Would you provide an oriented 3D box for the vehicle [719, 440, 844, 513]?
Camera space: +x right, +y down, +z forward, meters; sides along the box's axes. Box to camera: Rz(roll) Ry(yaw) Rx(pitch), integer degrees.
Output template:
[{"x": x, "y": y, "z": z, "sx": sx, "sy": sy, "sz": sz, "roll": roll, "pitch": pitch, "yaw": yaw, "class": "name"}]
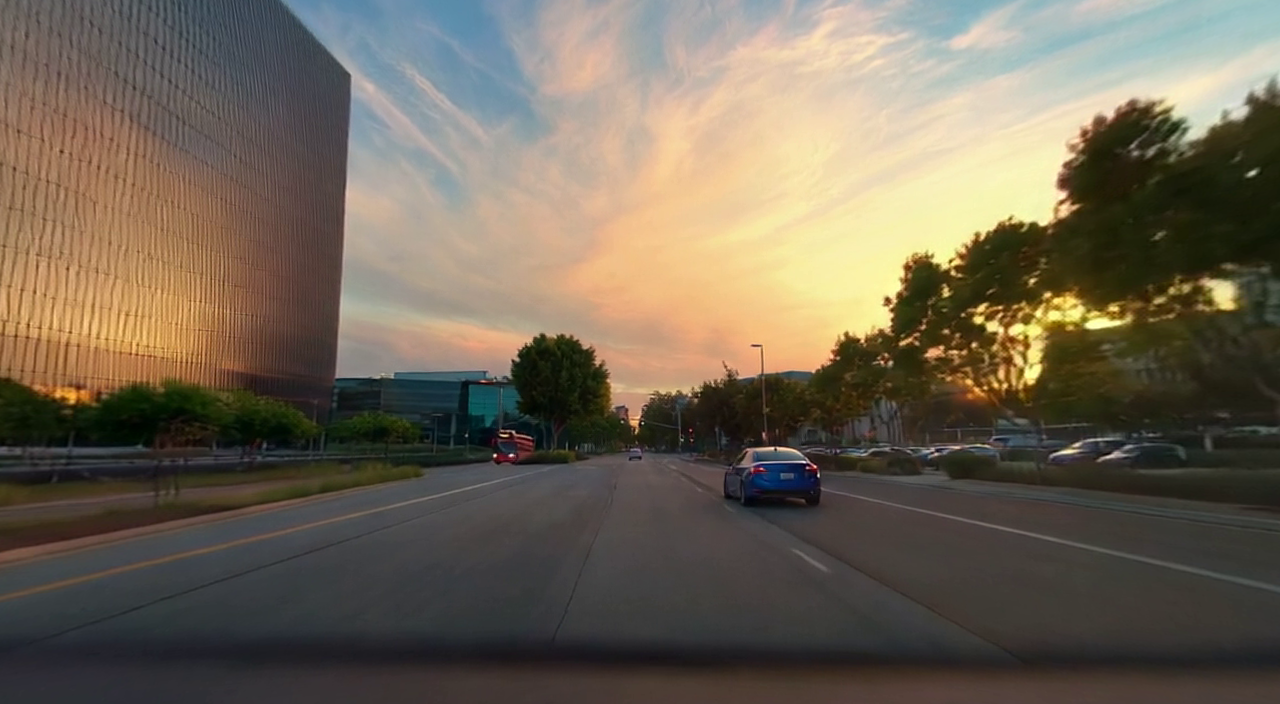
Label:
[{"x": 3.231, "y": 2.927, "z": 15.294, "sx": 1.993, "sy": 1.501, "sz": 4.127, "roll": 0, "pitch": -9, "yaw": -1, "class": "vehicle"}]
